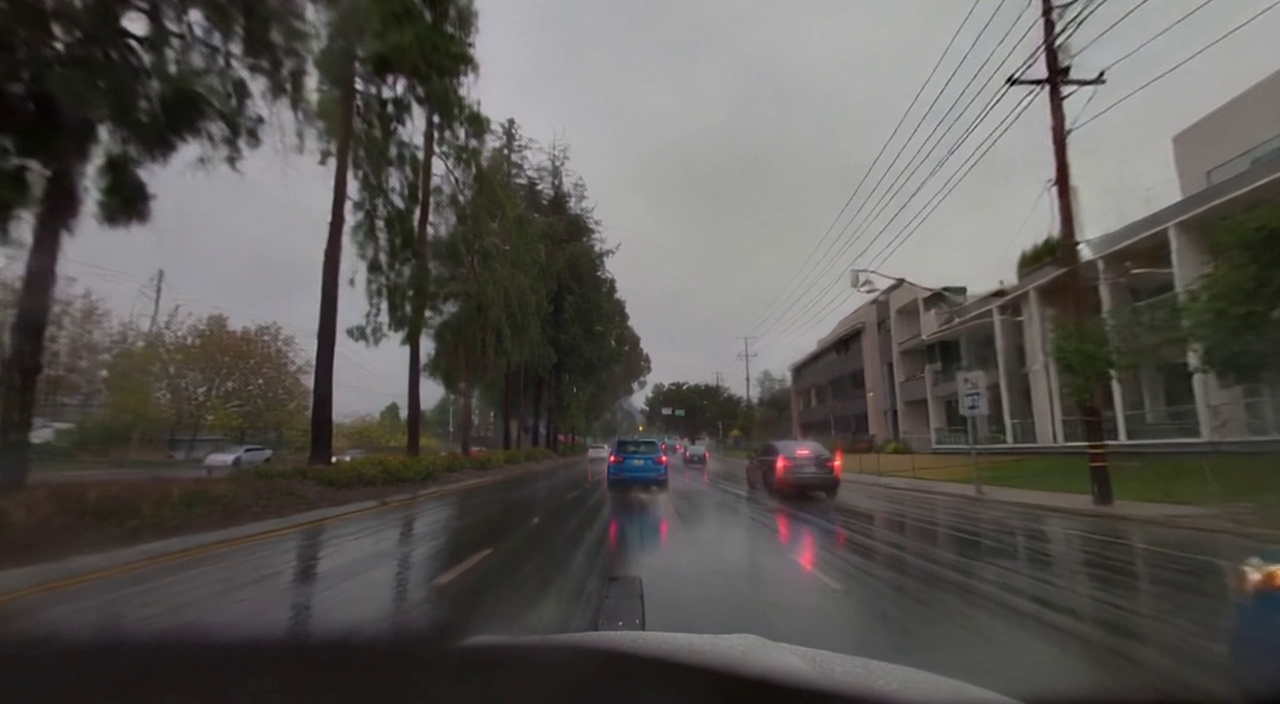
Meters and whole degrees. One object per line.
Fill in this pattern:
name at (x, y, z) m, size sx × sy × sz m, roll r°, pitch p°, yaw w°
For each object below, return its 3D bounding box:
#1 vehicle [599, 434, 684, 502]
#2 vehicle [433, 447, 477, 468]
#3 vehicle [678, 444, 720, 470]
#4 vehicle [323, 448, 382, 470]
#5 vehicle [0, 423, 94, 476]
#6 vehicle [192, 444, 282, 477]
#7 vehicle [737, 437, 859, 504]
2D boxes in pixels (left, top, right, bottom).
vehicle at (0.003, 3.130, 17.326) m, size 2.073 × 1.606 × 3.933 m, roll 0°, pitch -9°, yaw -1°
vehicle at (-14.012, 7.995, 48.027) m, size 2.031 × 1.490 × 4.284 m, roll 0°, pitch -9°, yaw 0°
vehicle at (3.542, 6.455, 38.841) m, size 2.054 × 1.461 × 4.321 m, roll 0°, pitch -9°, yaw -1°
vehicle at (-21.154, 7.907, 46.726) m, size 2.026 × 1.496 × 4.680 m, roll 0°, pitch -9°, yaw 2°
vehicle at (-49.203, 7.607, 49.235) m, size 9.566 × 3.955 × 3.128 m, roll 1°, pitch -8°, yaw -7°
vehicle at (-22.143, 5.985, 34.977) m, size 1.982 × 1.699 × 4.421 m, roll 0°, pitch -9°, yaw 1°
vehicle at (3.979, 3.089, 16.826) m, size 2.086 × 1.534 × 4.351 m, roll 0°, pitch -9°, yaw 0°
